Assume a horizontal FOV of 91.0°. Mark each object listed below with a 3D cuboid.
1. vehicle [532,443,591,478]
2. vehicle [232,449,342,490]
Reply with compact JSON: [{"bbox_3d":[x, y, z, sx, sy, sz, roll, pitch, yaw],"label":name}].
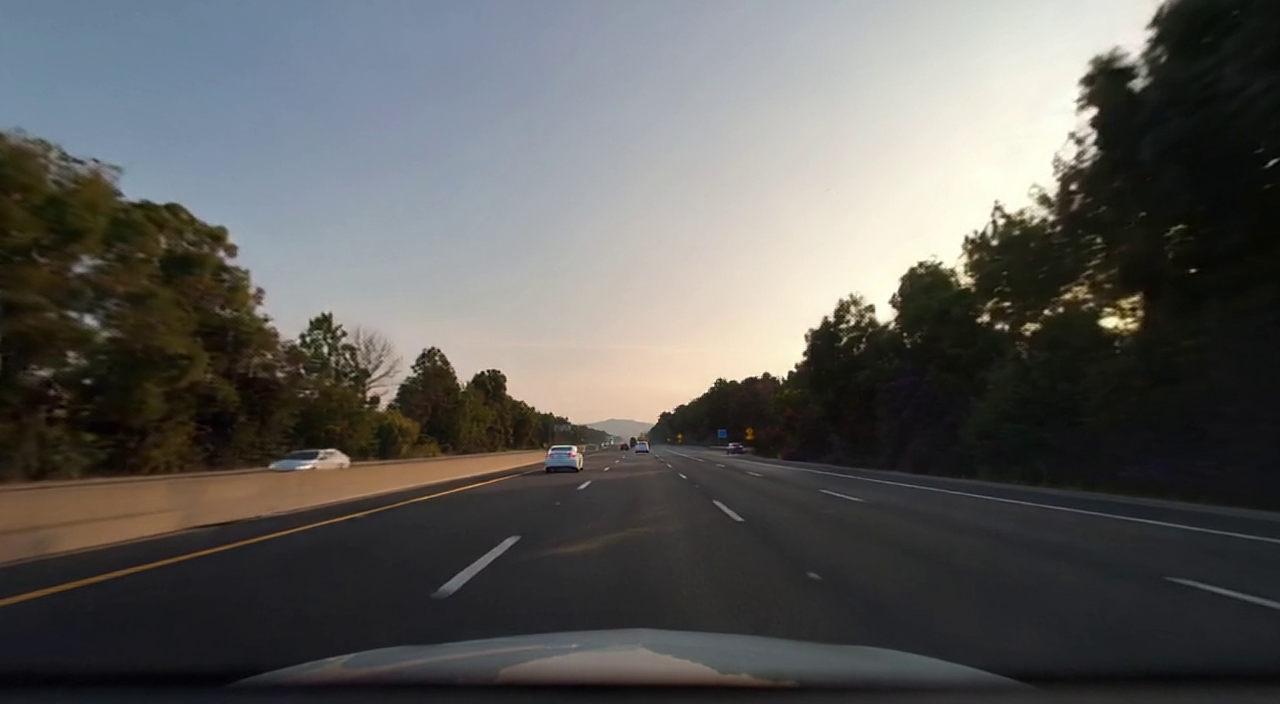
[{"bbox_3d":[-3.599,5.081,29.789,2.162,1.493,4.583,0,-9,1],"label":"vehicle"},{"bbox_3d":[-14.444,4.803,26.139,1.924,1.527,4.473,0,-9,1],"label":"vehicle"}]
